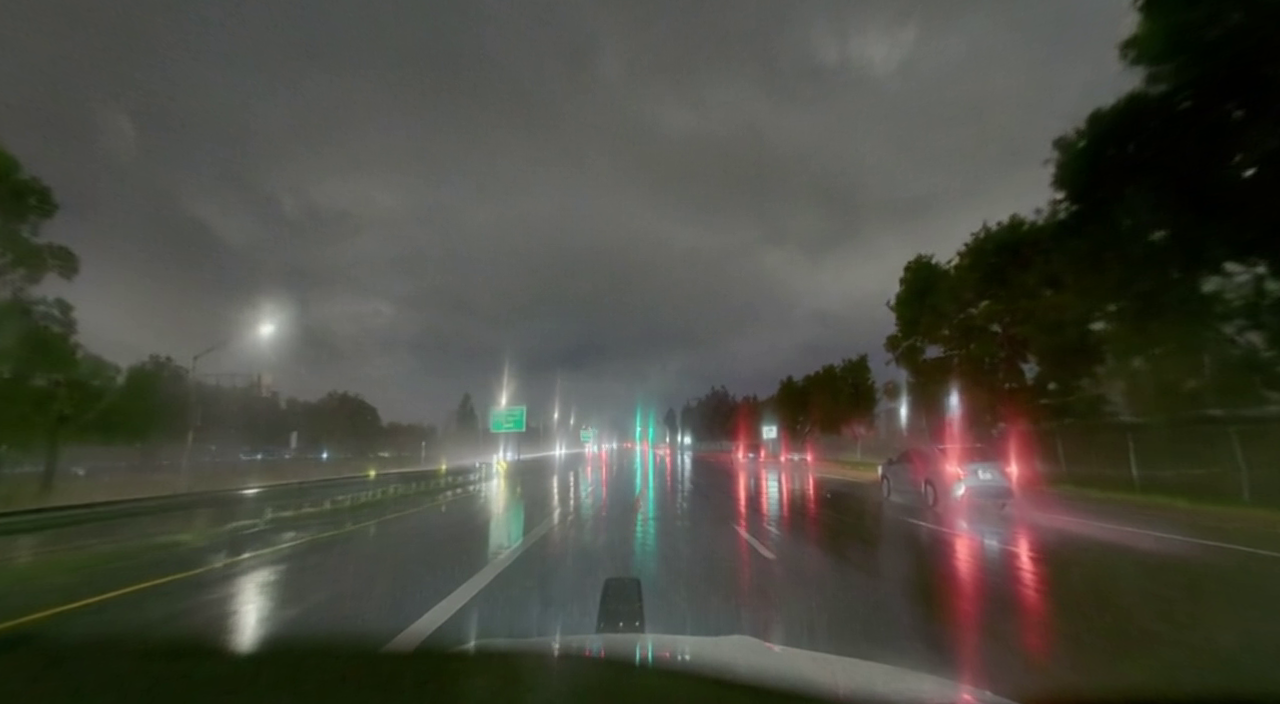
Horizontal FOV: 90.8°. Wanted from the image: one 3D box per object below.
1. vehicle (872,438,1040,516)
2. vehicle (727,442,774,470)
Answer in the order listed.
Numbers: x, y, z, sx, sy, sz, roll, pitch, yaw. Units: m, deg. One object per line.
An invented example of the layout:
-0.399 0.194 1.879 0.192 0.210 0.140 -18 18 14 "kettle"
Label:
6.885 2.720 14.280 1.838 1.518 3.713 0 -8 -1 "vehicle"
6.674 6.340 38.717 1.987 1.597 4.463 0 -8 -1 "vehicle"
